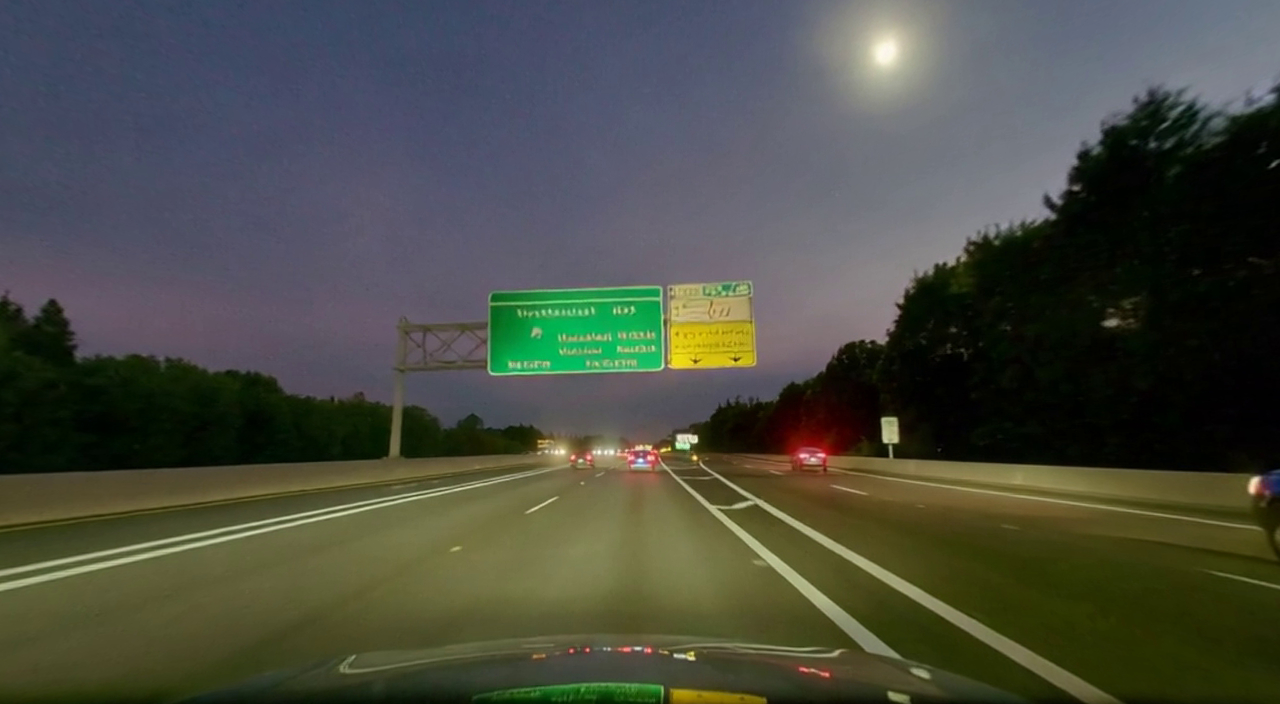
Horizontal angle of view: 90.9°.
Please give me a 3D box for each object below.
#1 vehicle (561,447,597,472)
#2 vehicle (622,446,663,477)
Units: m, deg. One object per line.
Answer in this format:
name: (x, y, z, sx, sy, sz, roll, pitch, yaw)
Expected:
vehicle: (-3.863, 6.847, 40.446, 1.877, 1.504, 3.799, 0, -9, 1)
vehicle: (0.082, 5.612, 32.465, 2.002, 1.449, 3.612, 0, -9, -1)
